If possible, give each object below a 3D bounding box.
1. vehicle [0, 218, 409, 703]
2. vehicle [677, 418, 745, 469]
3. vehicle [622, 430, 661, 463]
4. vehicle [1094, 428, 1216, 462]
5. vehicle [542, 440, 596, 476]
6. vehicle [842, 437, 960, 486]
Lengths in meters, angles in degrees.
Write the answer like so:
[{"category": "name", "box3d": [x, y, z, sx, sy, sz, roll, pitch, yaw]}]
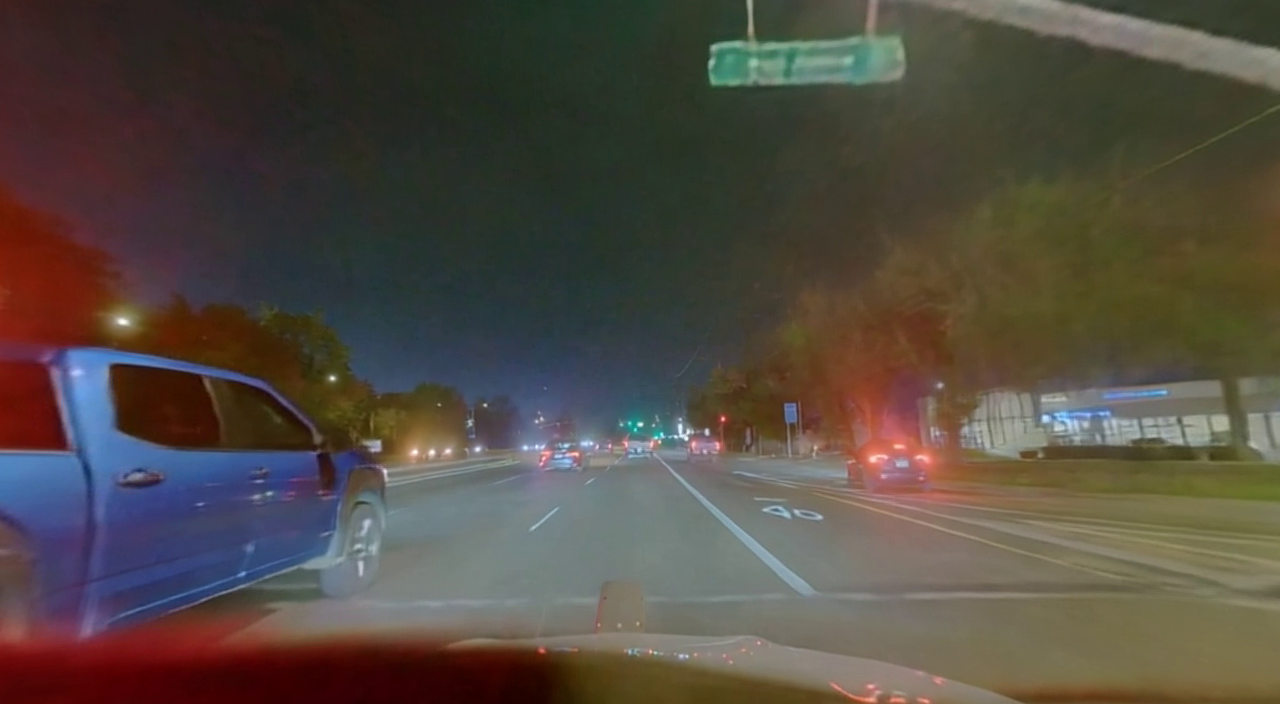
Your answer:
[{"category": "vehicle", "box3d": [-3.686, 0.758, 3.593, 2.402, 2.194, 6.051, 0, -8, 0]}, {"category": "vehicle", "box3d": [4.040, 5.427, 37.537, 2.905, 2.636, 6.895, -2, -8, -2]}, {"category": "vehicle", "box3d": [0.083, 6.792, 45.358, 2.643, 2.145, 5.585, 0, -9, 0]}, {"category": "vehicle", "box3d": [27.566, 5.013, 33.953, 2.012, 1.701, 4.524, 5, -10, -32]}, {"category": "vehicle", "box3d": [-3.139, 4.797, 28.783, 1.939, 1.494, 4.499, 0, -9, 0]}, {"category": "vehicle", "box3d": [9.589, 4.054, 23.637, 2.010, 1.633, 4.246, 1, -9, -11]}]
